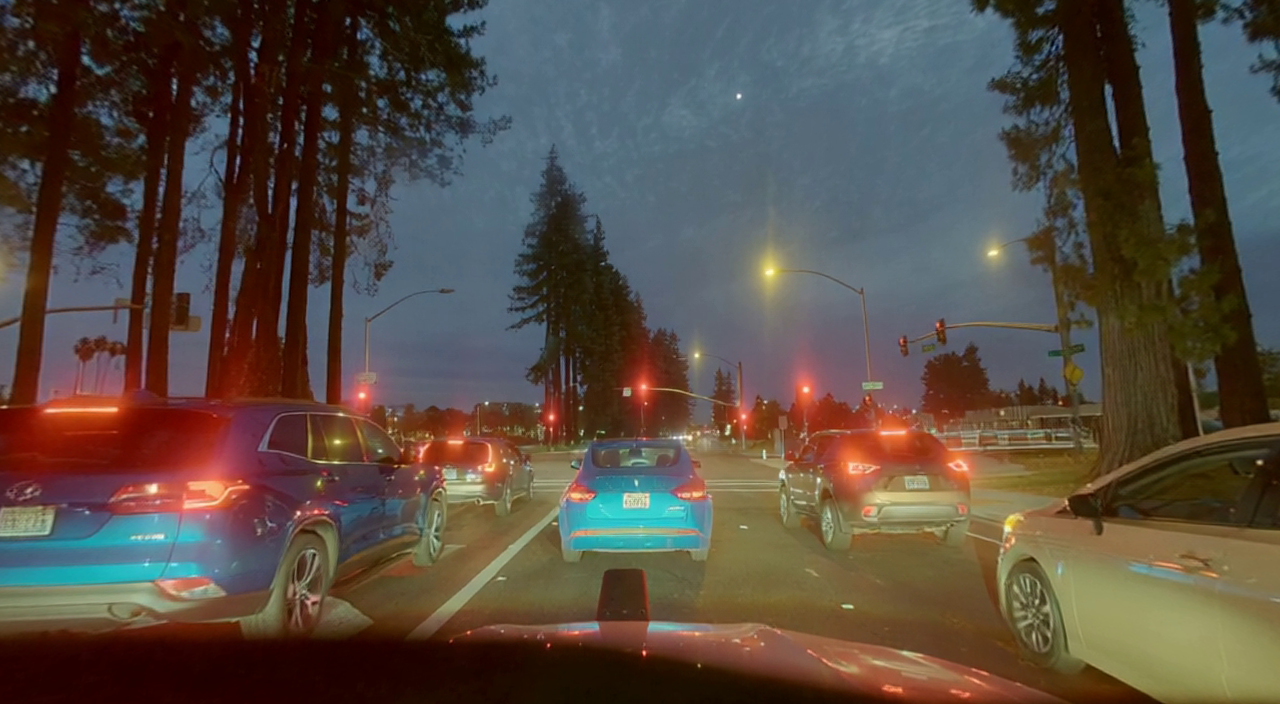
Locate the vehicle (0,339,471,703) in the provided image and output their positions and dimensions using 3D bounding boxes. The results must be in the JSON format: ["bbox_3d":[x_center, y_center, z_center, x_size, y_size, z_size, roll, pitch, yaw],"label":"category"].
[{"bbox_3d":[-3.144,1.160,5.059,2.168,1.750,4.625,-1,-8,1],"label":"vehicle"}]

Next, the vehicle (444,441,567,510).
[{"bbox_3d":[-3.059,2.905,15.318,1.975,1.420,4.196,-1,-8,1],"label":"vehicle"}]

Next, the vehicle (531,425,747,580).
[{"bbox_3d":[-0.035,1.799,8.328,2.147,1.507,3.953,0,-8,-1],"label":"vehicle"}]

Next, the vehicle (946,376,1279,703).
[{"bbox_3d":[3.318,0.963,2.835,1.899,1.588,3.888,0,-9,0],"label":"vehicle"}]

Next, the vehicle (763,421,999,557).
[{"bbox_3d":[3.410,2.023,10.031,2.040,1.647,4.379,0,-9,1],"label":"vehicle"}]
